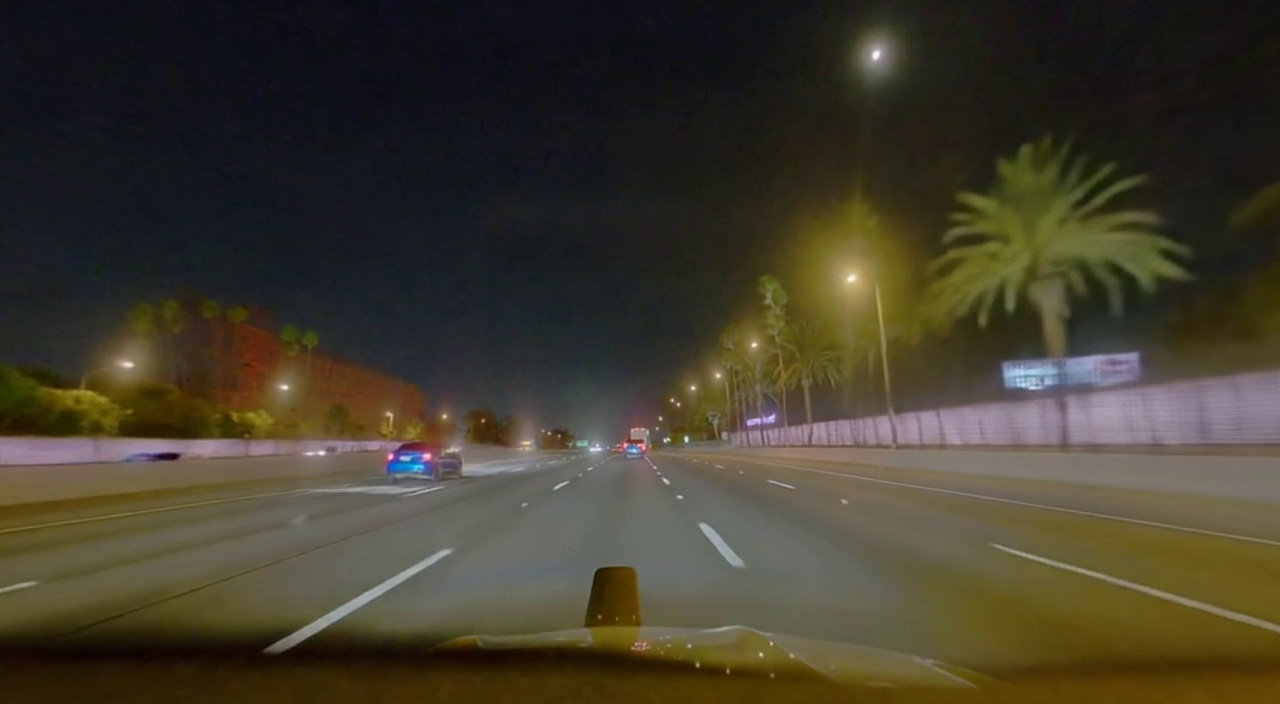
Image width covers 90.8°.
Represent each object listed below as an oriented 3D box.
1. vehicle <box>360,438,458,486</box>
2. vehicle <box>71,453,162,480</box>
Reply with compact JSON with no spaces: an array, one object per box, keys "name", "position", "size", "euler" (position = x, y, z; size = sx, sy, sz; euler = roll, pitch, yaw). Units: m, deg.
[{"name":"vehicle","position":[-8.393,4.030,23.441],"size":[1.971,1.552,4.465],"euler":[0,-9,0]},{"name":"vehicle","position":[-30.076,6.585,36.453],"size":[1.852,1.420,3.963],"euler":[0,-9,-1]}]
